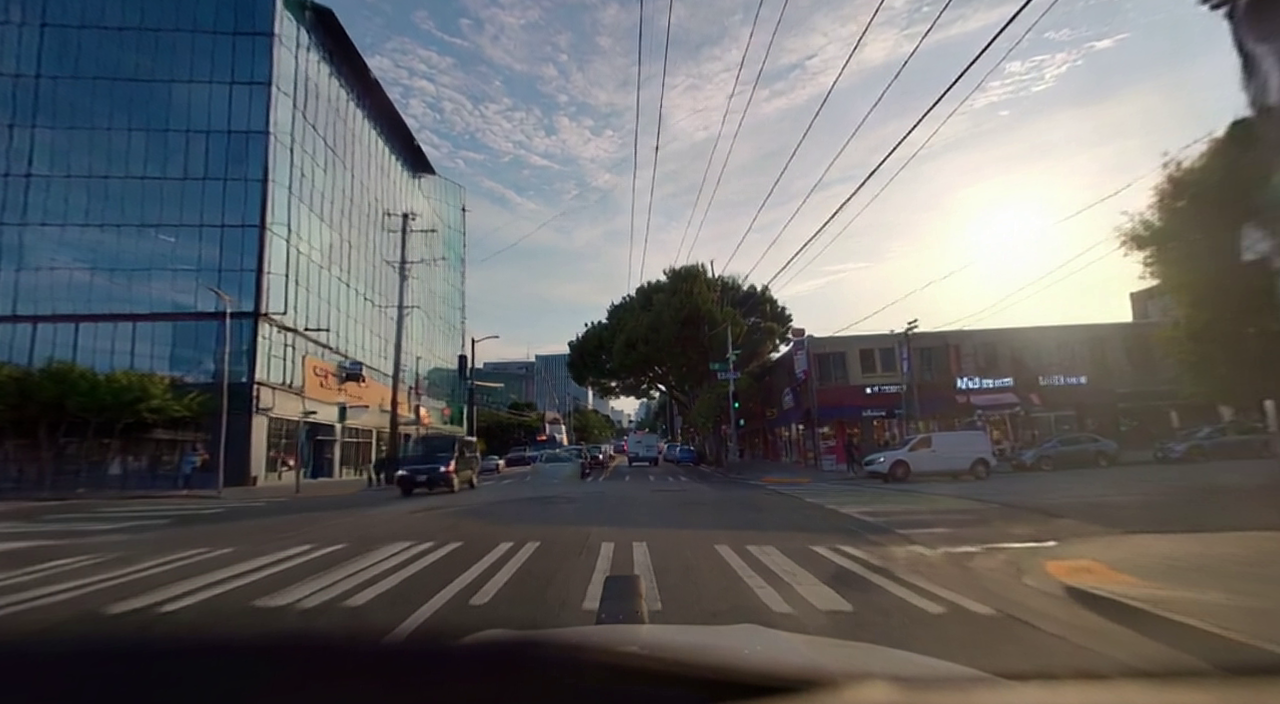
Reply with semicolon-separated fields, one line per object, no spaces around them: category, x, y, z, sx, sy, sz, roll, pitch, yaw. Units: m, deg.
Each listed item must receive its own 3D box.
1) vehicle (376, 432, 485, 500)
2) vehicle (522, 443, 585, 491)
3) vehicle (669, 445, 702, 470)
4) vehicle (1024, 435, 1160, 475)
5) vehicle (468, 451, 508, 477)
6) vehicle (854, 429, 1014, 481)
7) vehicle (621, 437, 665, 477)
vehicle;-6.719;3.696;20.884;2.090;1.975;4.657;0;-9;-2
vehicle;-3.227;4.332;24.297;2.026;1.616;4.109;-1;-8;-2
vehicle;3.150;7.463;44.811;1.934;1.633;4.271;0;-9;-1
vehicle;18.868;4.309;26.537;4.161;1.586;1.992;0;-9;-2
vehicle;-9.951;7.353;41.672;1.847;1.566;3.525;-2;-9;-1
vehicle;10.928;3.883;23.914;4.966;1.826;2.209;-1;-9;7
vehicle;0.095;5.425;32.825;2.127;1.893;4.194;0;-9;-2
